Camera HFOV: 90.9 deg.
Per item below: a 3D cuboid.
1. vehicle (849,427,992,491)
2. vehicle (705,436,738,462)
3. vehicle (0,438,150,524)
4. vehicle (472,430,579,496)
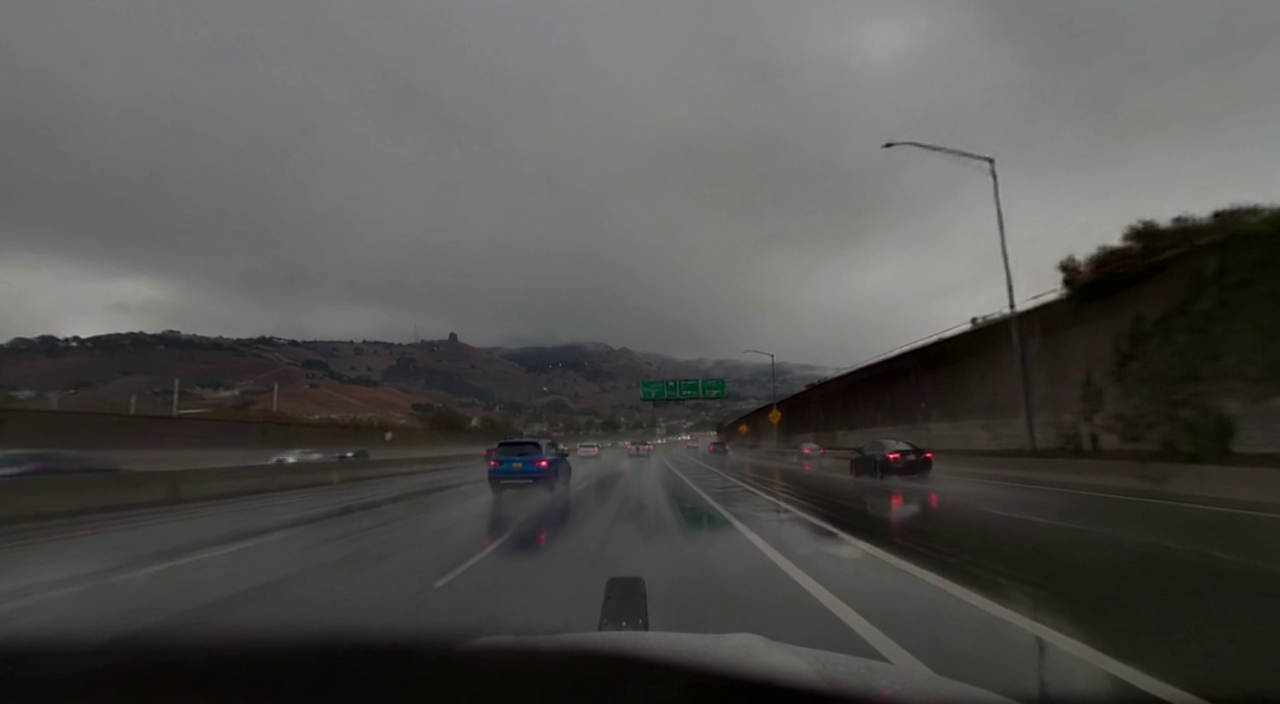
[{"bbox_3d":[8.048,3.120,18.679,2.122,1.646,4.491,0,-8,-1],"label":"vehicle"},{"bbox_3d":[6.175,7.405,48.273,2.172,1.824,5.031,-1,-8,3],"label":"vehicle"},{"bbox_3d":[-13.815,2.785,14.000,2.049,1.707,4.743,0,-8,0],"label":"vehicle"},{"bbox_3d":[-3.302,3.346,19.464,2.210,1.730,5.133,-1,-8,2],"label":"vehicle"}]
